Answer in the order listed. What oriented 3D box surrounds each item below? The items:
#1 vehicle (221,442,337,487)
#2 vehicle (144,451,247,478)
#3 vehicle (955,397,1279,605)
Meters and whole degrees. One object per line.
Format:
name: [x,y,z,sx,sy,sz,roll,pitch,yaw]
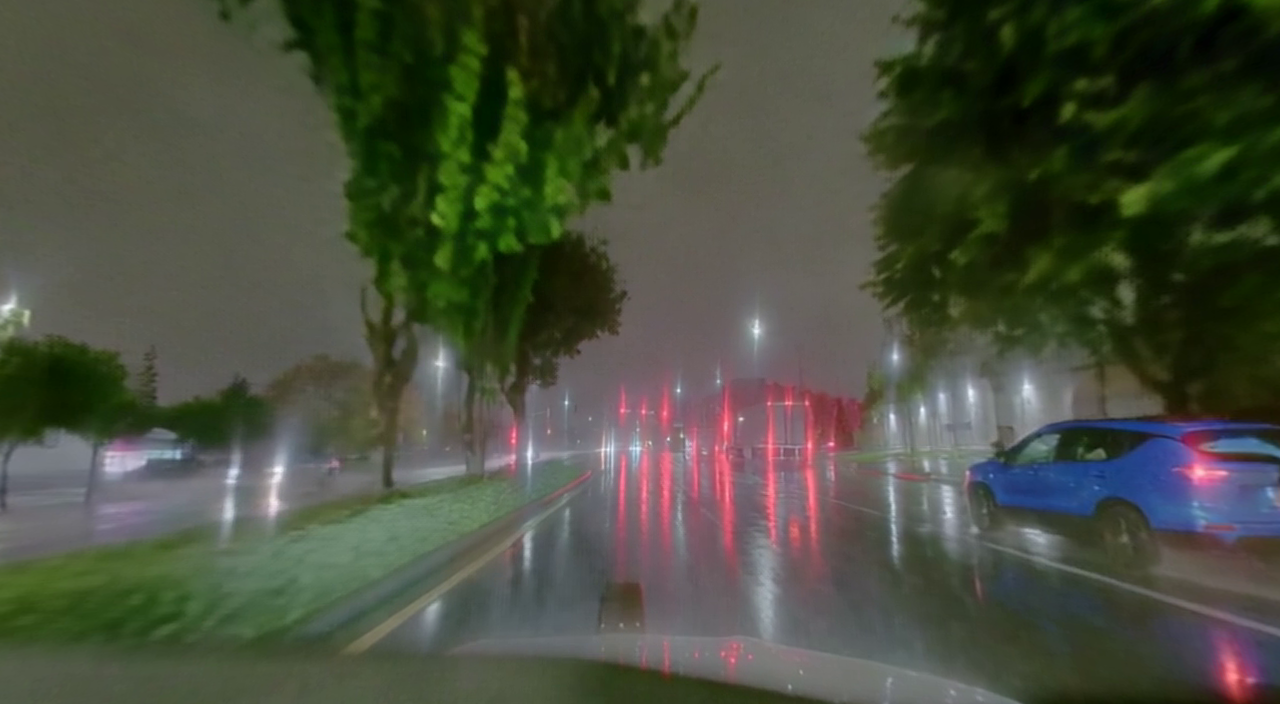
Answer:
vehicle: [-15.244,4.761,27.072,2.063,1.718,4.905,0,-8,0]
vehicle: [-24.992,6.336,35.621,4.461,1.452,1.855,-1,-8,3]
vehicle: [6.111,1.602,7.765,2.012,1.754,4.635,0,-8,-1]
